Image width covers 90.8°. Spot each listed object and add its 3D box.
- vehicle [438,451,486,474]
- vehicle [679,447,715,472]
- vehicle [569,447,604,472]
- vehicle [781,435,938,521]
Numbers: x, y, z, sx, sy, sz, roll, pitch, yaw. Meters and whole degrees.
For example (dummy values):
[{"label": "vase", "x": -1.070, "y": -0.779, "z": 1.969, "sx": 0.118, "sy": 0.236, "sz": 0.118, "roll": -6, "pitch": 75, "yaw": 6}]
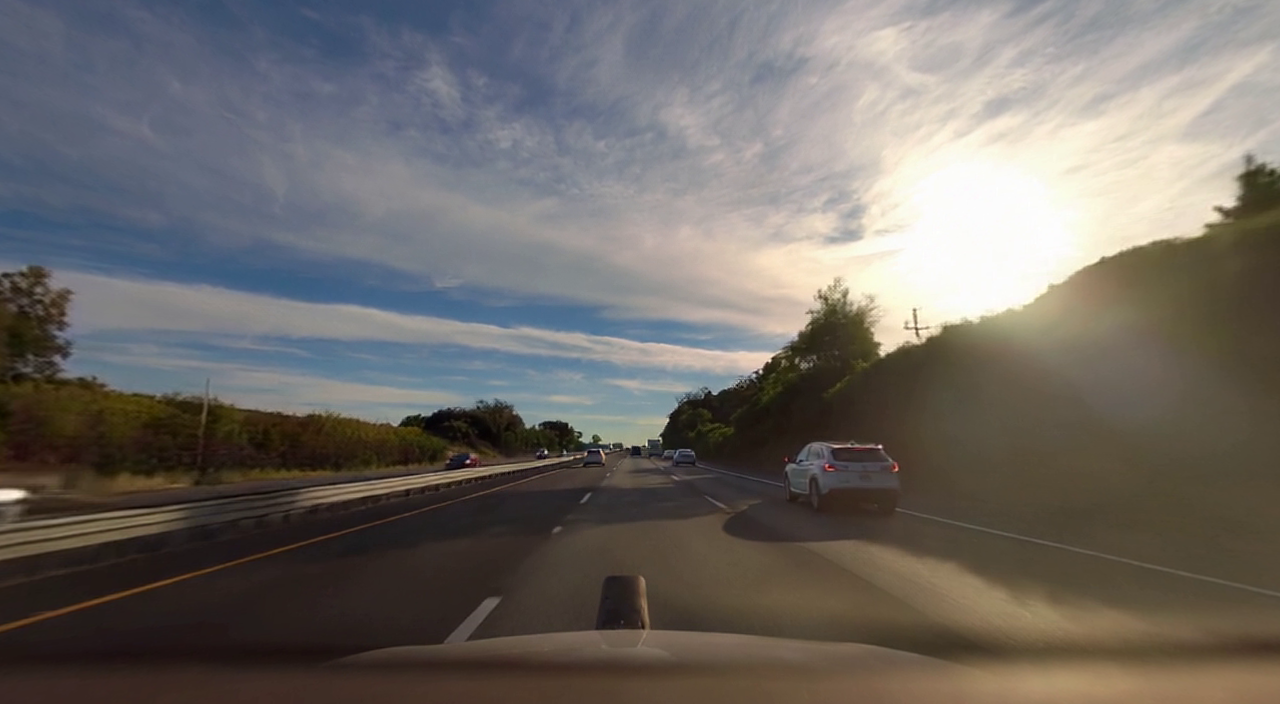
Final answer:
[{"label": "vehicle", "x": -12.116, "y": 7.518, "z": 43.226, "sx": 1.918, "sy": 1.488, "sz": 4.565, "roll": 0, "pitch": -9, "yaw": 0}, {"label": "vehicle", "x": 3.625, "y": 6.928, "z": 40.845, "sx": 1.846, "sy": 1.480, "sz": 3.694, "roll": 0, "pitch": -9, "yaw": -2}, {"label": "vehicle", "x": -3.486, "y": 7.084, "z": 41.810, "sx": 2.021, "sy": 1.507, "sz": 4.272, "roll": 0, "pitch": -9, "yaw": -1}, {"label": "vehicle", "x": 4.520, "y": 2.641, "z": 13.682, "sx": 1.903, "sy": 1.566, "sz": 3.866, "roll": 0, "pitch": -9, "yaw": -2}]
